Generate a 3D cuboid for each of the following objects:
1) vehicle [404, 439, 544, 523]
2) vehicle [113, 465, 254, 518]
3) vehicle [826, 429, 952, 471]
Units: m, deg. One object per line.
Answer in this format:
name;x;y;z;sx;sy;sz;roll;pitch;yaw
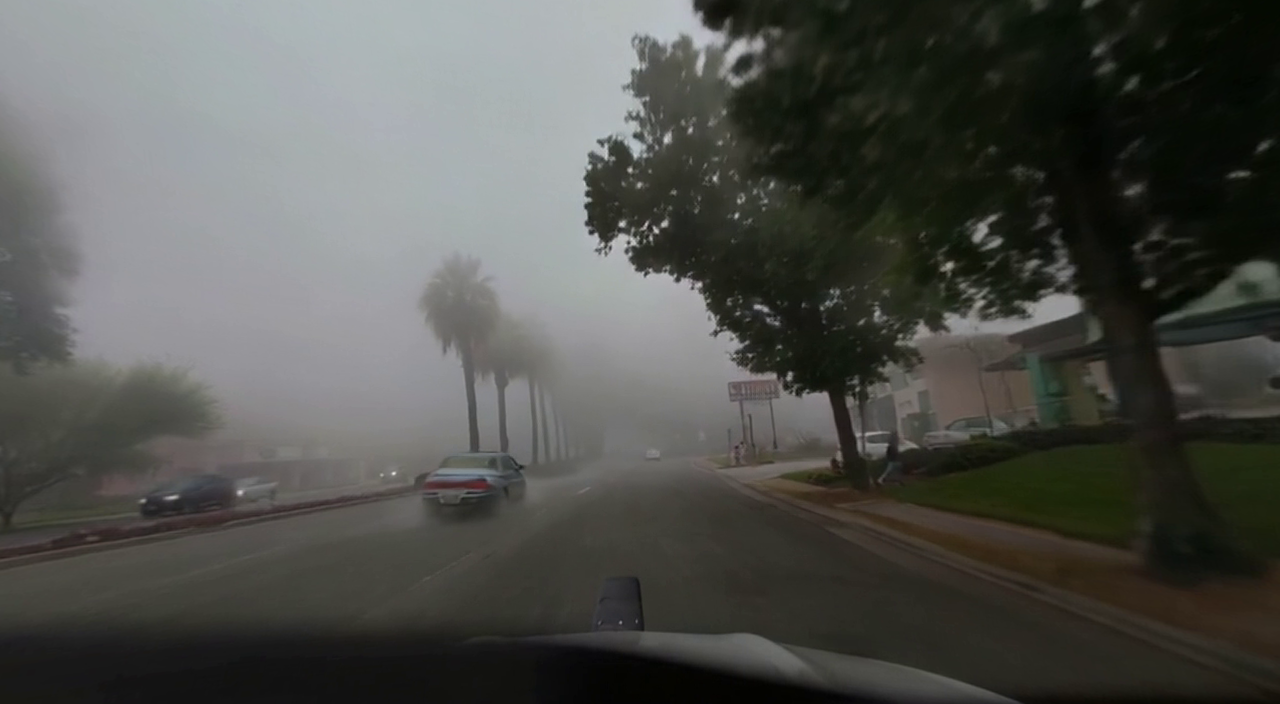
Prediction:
vehicle;-3.862;3.073;15.692;2.147;1.745;4.648;0;-9;1
vehicle;-18.567;5.657;26.074;2.073;1.829;4.870;0;-9;1
vehicle;10.833;4.300;27.762;4.577;1.750;2.115;0;-9;0
